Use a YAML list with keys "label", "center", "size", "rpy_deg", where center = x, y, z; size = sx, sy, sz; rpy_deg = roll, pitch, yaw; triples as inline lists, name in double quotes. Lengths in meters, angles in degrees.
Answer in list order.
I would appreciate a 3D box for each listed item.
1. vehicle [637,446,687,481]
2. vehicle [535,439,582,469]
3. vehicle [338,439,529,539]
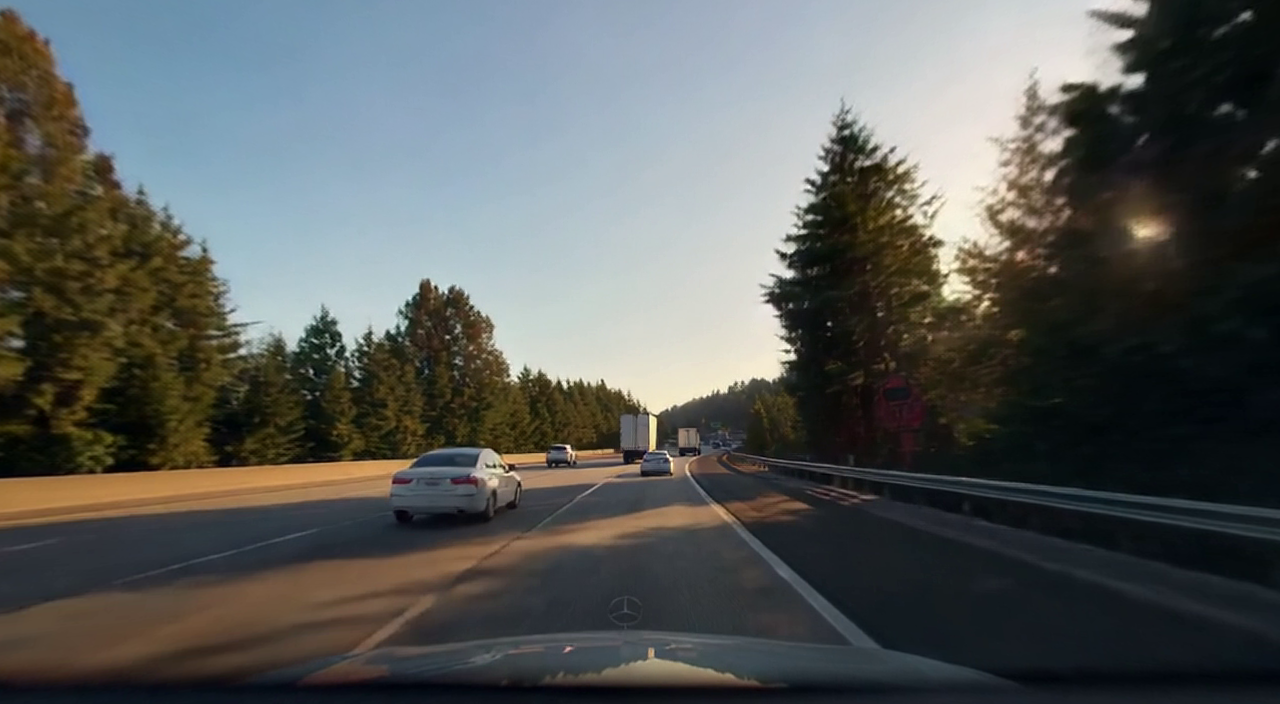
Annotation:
- label: "vehicle"
  center: [0.982, 4.758, 27.098]
  size: [1.984, 1.365, 3.767]
  rpy_deg: [-1, -9, 3]
- label: "vehicle"
  center: [-5.358, 6.820, 42.361]
  size: [2.142, 1.833, 4.854]
  rpy_deg: [-1, -9, 5]
- label: "vehicle"
  center: [-3.553, 2.442, 11.950]
  size: [1.916, 1.486, 4.631]
  rpy_deg: [-1, -9, 2]
